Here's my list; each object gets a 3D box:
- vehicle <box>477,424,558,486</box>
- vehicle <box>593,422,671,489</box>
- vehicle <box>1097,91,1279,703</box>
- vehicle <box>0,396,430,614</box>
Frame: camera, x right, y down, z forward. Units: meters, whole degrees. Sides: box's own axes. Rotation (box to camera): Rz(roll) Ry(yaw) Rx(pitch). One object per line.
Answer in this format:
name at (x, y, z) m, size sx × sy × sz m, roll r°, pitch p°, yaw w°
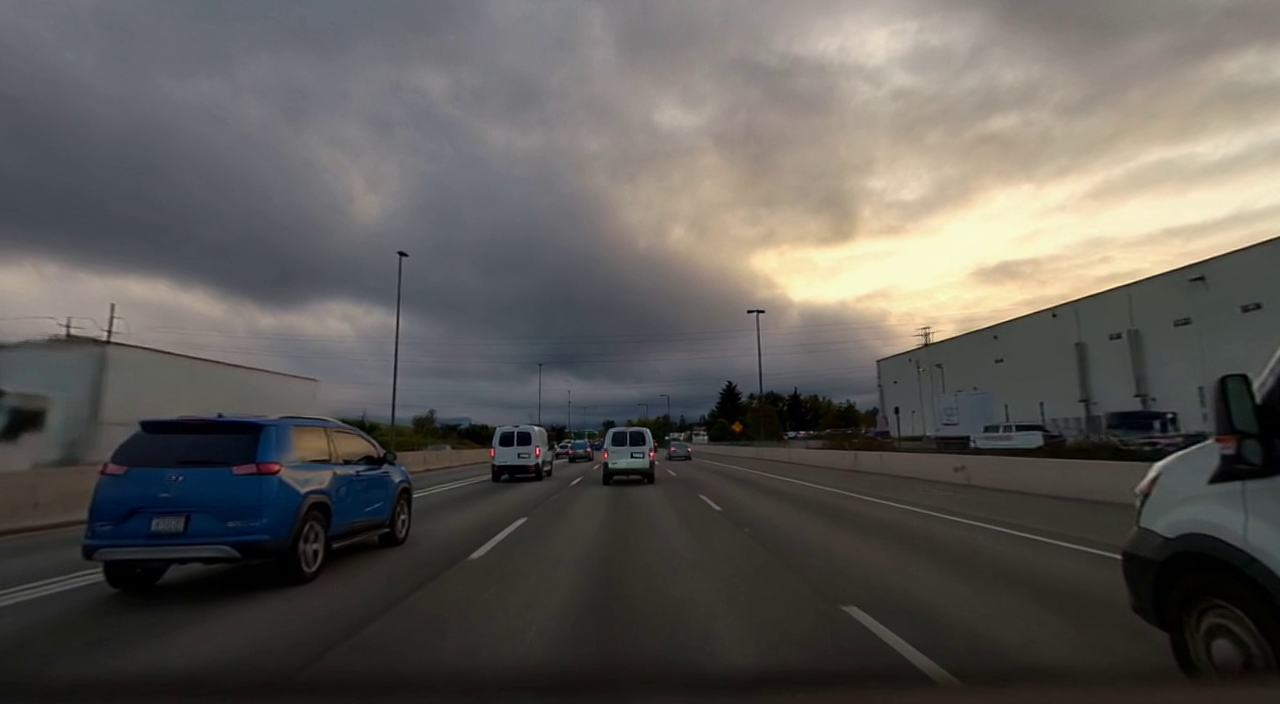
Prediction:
vehicle at (-4.200, 3.600, 22.296) m, size 2.038 × 1.936 × 4.300 m, roll 0°, pitch -8°, yaw -1°
vehicle at (-0.313, 3.349, 20.730) m, size 2.304 × 1.925 × 4.282 m, roll 0°, pitch -8°, yaw -2°
vehicle at (3.924, -0.048, 0.659) m, size 2.427 × 2.652 × 5.769 m, roll 0°, pitch -8°, yaw 0°
vehicle at (-4.122, 1.518, 7.243) m, size 1.972 × 1.703 × 4.333 m, roll 0°, pitch -8°, yaw -1°
